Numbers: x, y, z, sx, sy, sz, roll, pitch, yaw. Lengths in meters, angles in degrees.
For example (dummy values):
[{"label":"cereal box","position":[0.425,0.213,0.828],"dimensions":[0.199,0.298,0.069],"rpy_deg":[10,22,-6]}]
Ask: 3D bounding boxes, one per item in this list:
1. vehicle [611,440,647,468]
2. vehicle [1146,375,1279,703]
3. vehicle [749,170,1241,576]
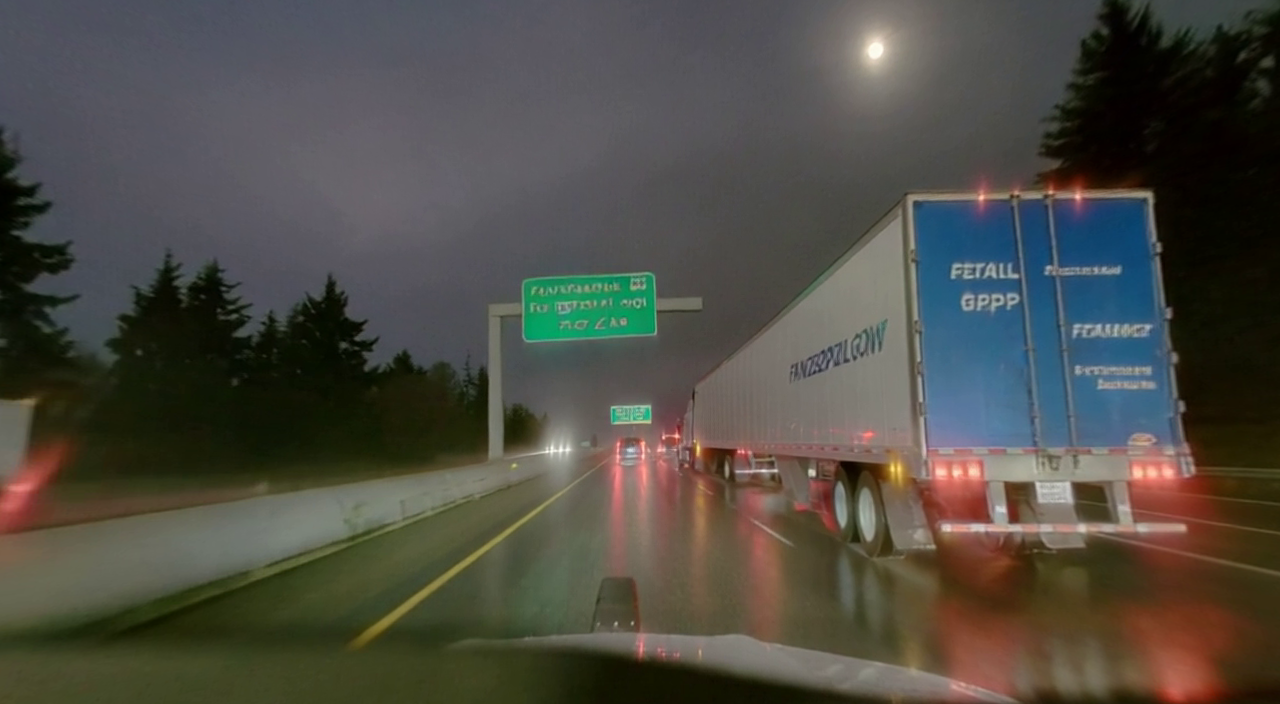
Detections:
[{"label":"vehicle","position":[-0.658,5.765,35.796],"dimensions":[1.943,1.491,3.459],"rpy_deg":[0,-8,-2]},{"label":"vehicle","position":[4.793,0.919,3.098],"dimensions":[4.253,1.543,2.045],"rpy_deg":[4,-9,-30]},{"label":"vehicle","position":[4.257,0.744,10.819],"dimensions":[2.853,4.086,9.078],"rpy_deg":[0,-8,-1]}]
